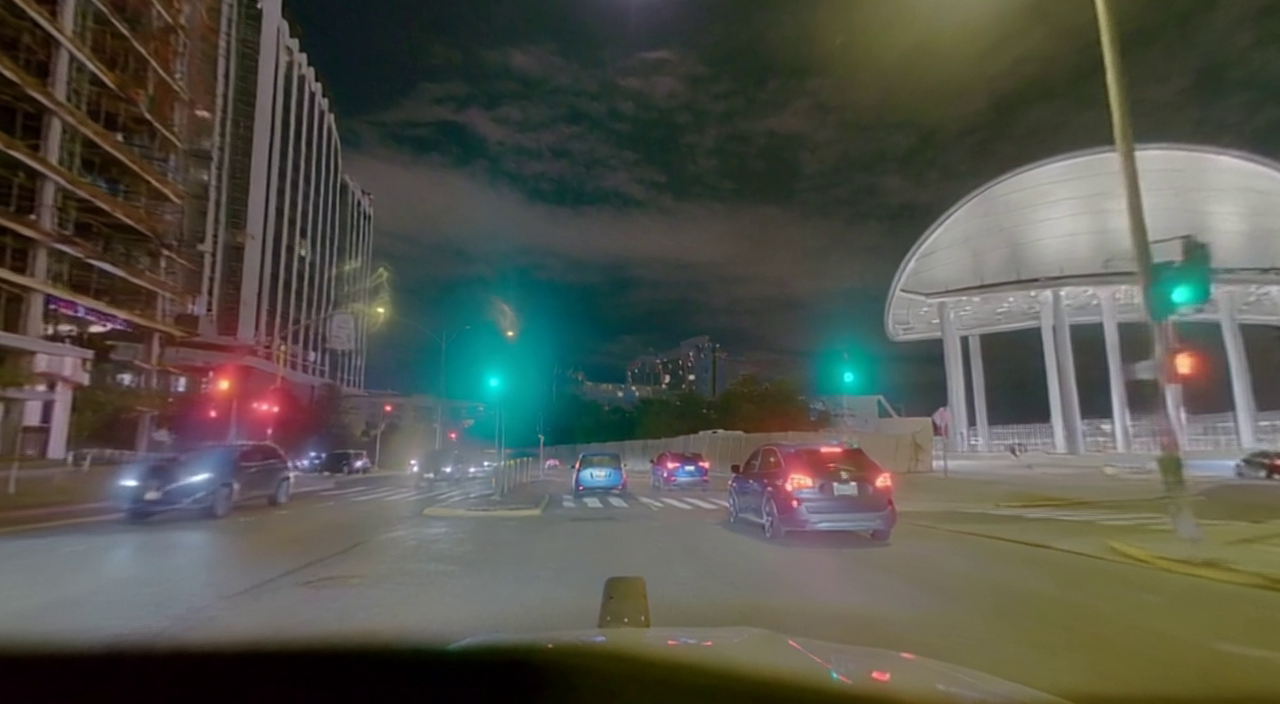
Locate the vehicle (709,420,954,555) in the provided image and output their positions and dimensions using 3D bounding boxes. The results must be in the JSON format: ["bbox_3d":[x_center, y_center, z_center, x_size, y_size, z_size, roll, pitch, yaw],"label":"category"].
[{"bbox_3d":[2.863,2.197,10.968,2.320,1.772,4.872,1,-9,-6],"label":"vehicle"}]

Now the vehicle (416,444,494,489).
[{"bbox_3d":[-7.373,4.603,25.567,2.092,1.629,4.133,0,-9,-3],"label":"vehicle"}]

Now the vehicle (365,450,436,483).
[{"bbox_3d":[-11.456,5.486,30.522,2.013,1.466,4.430,1,-9,-5],"label":"vehicle"}]

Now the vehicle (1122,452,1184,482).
[{"bbox_3d":[32.355,7.238,39.928,2.094,1.750,5.139,-5,-10,29],"label":"vehicle"}]

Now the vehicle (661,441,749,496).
[{"bbox_3d":[2.154,4.051,22.302,2.103,1.710,4.396,1,-9,-7],"label":"vehicle"}]

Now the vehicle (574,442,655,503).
[{"bbox_3d":[-0.895,3.587,19.135,2.132,1.632,3.889,1,-9,-7],"label":"vehicle"}]

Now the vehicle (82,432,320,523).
[{"bbox_3d":[-9.562,2.762,14.390,2.303,1.692,4.571,0,-9,-4],"label":"vehicle"}]
